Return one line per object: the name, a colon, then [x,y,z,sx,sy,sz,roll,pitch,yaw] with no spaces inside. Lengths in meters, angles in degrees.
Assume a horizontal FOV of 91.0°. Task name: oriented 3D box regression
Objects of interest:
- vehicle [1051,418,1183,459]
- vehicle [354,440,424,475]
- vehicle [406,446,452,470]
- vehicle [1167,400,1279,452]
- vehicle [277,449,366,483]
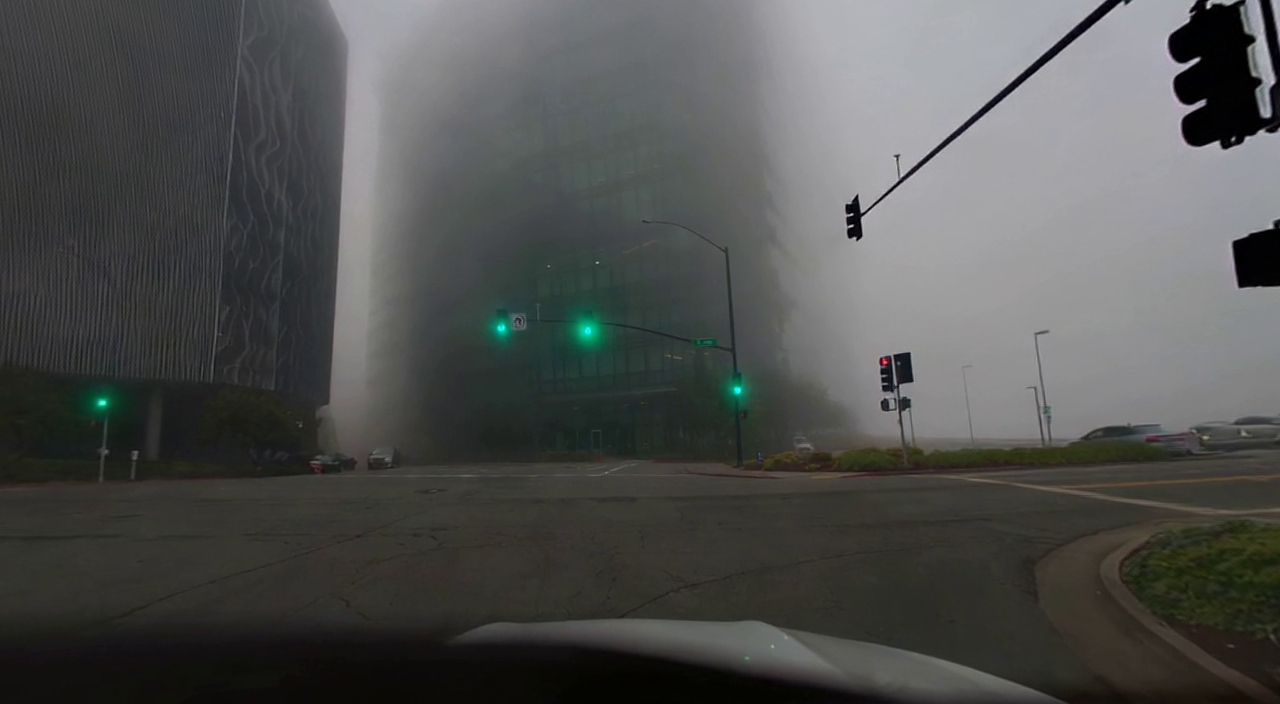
vehicle: [19.075,3.520,25.494,1.834,1.480,4.458,0,-9,-1]
vehicle: [-14.877,6.292,37.688,2.091,1.915,5.040,0,-9,0]
vehicle: [-15.119,7.603,45.297,1.932,1.605,4.146,1,-9,-1]
vehicle: [24.414,3.020,25.173,2.109,1.836,5.080,-2,-10,-1]
vehicle: [-14.804,5.299,29.573,1.790,1.437,4.349,0,-9,2]
